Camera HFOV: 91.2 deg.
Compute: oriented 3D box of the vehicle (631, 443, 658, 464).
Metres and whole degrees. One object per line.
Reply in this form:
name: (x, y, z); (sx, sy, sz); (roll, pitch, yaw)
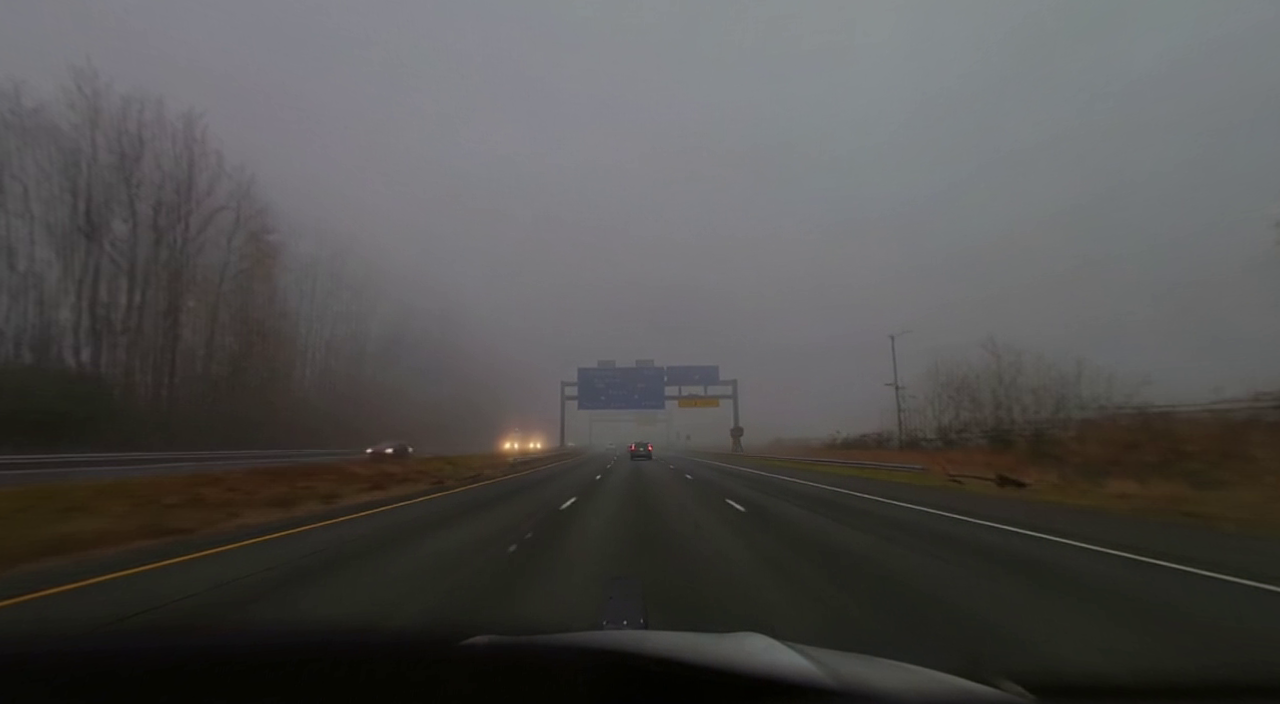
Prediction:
vehicle: (0.308, 7.293, 45.175); (1.859, 1.478, 3.799); (0, -8, 0)
